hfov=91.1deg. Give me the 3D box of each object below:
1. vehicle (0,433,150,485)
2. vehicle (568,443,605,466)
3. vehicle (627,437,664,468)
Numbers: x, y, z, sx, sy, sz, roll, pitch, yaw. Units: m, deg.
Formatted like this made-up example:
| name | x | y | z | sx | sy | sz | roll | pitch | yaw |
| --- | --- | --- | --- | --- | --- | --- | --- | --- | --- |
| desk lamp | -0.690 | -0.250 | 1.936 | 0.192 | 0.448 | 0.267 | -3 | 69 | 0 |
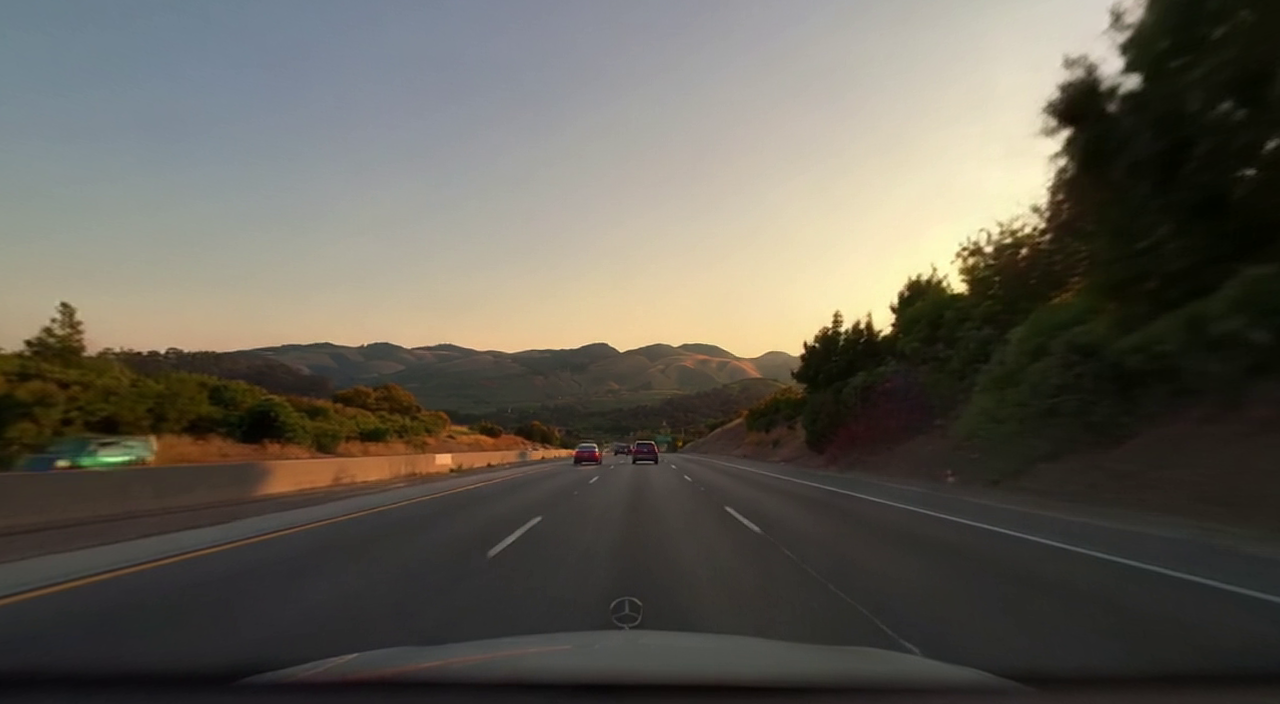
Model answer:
| name | x | y | z | sx | sy | sz | roll | pitch | yaw |
| --- | --- | --- | --- | --- | --- | --- | --- | --- | --- |
| vehicle | -21.268 | 3.994 | 23.749 | 1.839 | 1.745 | 4.411 | 0 | -9 | 0 |
| vehicle | -3.593 | 7.022 | 43.058 | 2.082 | 1.485 | 4.237 | 0 | -9 | 1 |
| vehicle | 0.344 | 6.402 | 40.323 | 2.272 | 1.836 | 4.866 | 0 | -9 | 0 |
